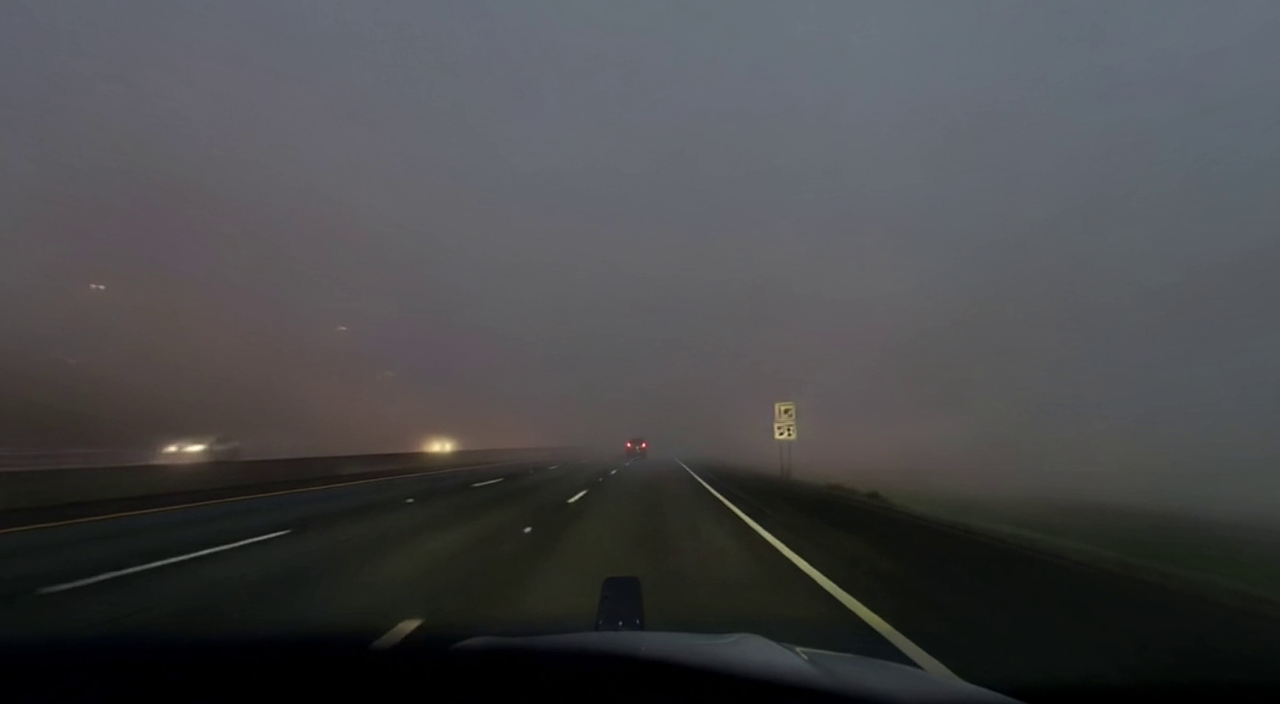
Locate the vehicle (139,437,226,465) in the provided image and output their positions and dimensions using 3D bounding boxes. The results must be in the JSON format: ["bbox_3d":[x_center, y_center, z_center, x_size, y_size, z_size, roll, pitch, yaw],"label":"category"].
[{"bbox_3d":[-27.699,6.006,38.288,1.968,1.617,4.225,0,-9,2],"label":"vehicle"}]
